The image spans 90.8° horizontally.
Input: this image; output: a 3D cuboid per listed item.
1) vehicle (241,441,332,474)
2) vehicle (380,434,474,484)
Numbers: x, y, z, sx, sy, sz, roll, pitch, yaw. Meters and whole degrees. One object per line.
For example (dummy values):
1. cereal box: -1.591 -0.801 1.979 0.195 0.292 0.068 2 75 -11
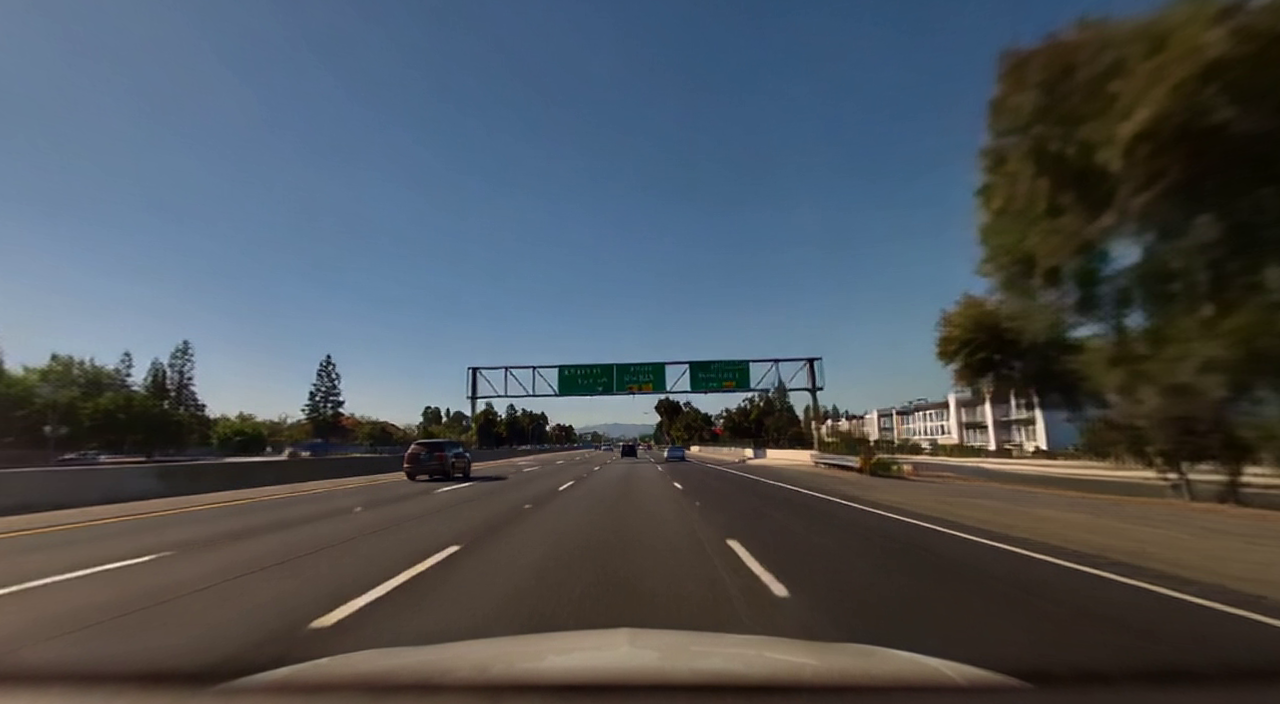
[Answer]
1. vehicle: -17.929 5.340 32.306 2.022 1.536 4.479 0 -9 0
2. vehicle: -8.009 4.061 24.233 2.089 1.724 4.327 0 -9 0
